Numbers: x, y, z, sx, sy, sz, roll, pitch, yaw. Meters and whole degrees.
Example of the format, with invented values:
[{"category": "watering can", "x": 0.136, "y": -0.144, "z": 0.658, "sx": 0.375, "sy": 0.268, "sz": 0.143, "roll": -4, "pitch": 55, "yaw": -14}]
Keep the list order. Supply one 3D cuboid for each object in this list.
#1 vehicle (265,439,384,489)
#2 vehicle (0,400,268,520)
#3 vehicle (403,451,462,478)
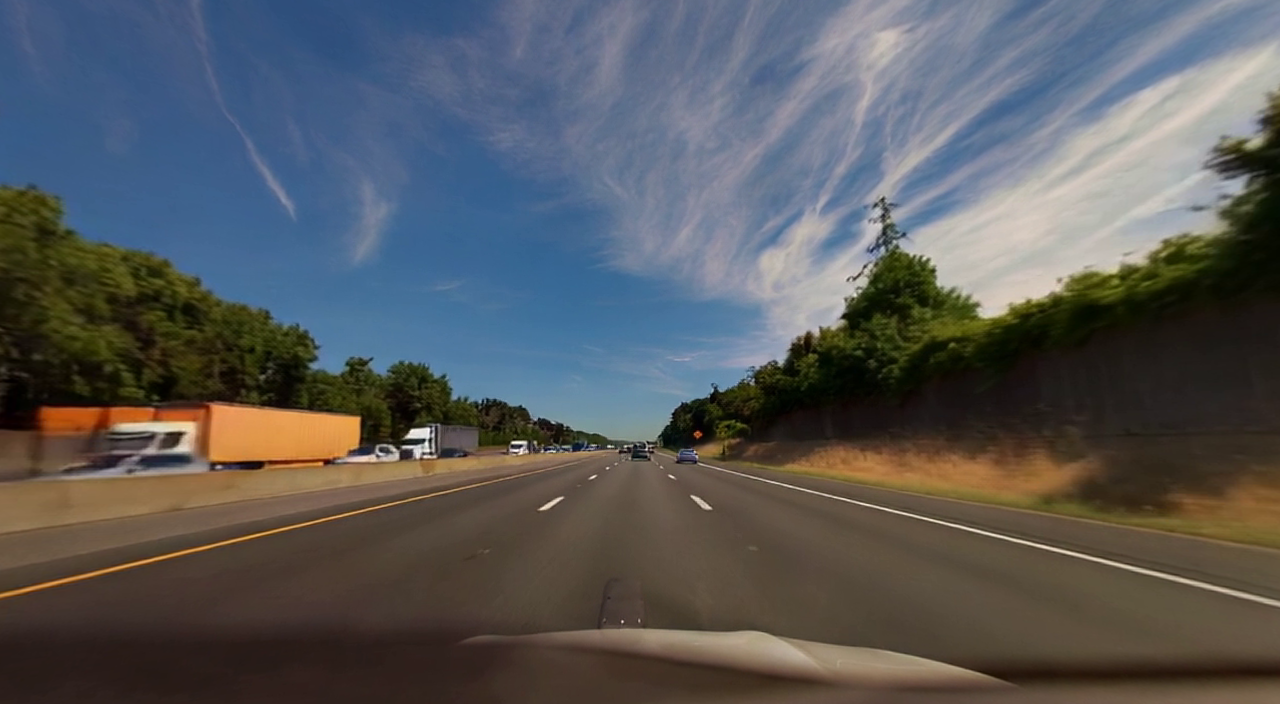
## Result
[{"category": "vehicle", "x": -12.438, "y": 4.448, "z": 25.324, "sx": 2.119, "sy": 1.785, "sz": 5.129, "roll": 0, "pitch": -9, "yaw": -1}, {"category": "vehicle", "x": -11.660, "y": 2.491, "z": 14.870, "sx": 2.282, "sy": 2.273, "sz": 5.443, "roll": 0, "pitch": -9, "yaw": 1}, {"category": "vehicle", "x": -11.801, "y": 6.420, "z": 36.128, "sx": 1.917, "sy": 1.422, "sz": 4.406, "roll": 0, "pitch": -9, "yaw": 0}]
